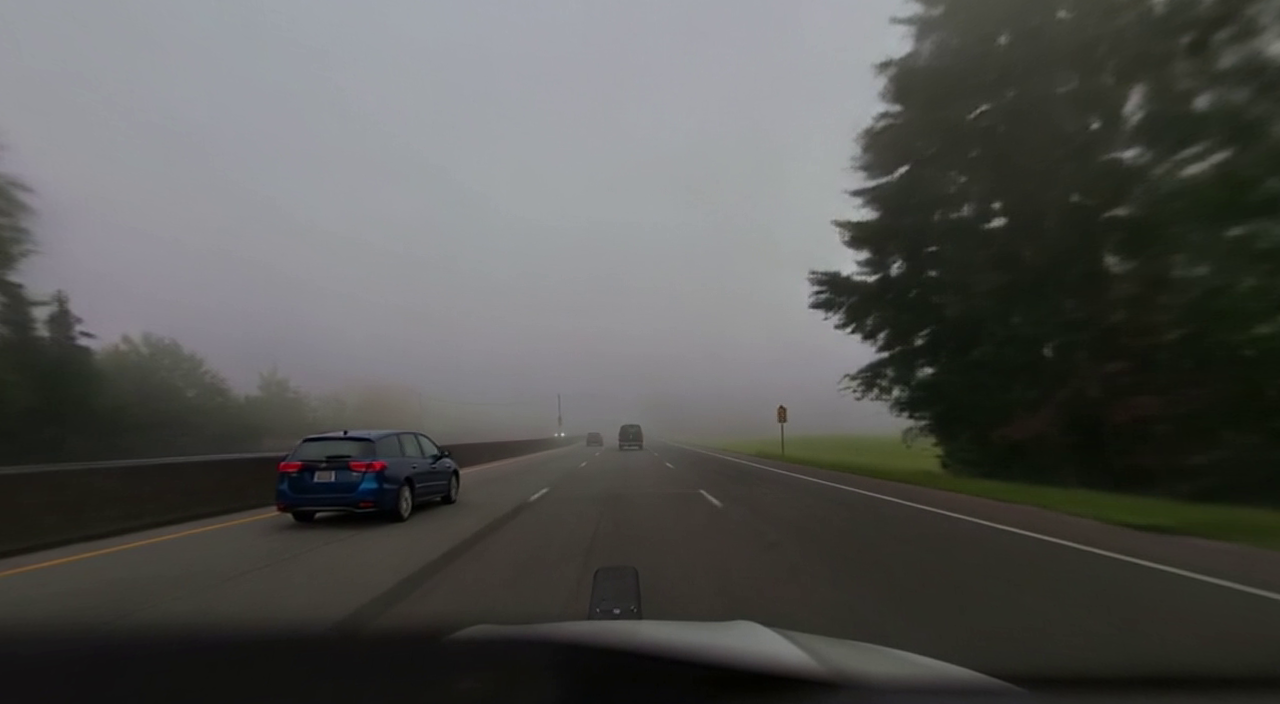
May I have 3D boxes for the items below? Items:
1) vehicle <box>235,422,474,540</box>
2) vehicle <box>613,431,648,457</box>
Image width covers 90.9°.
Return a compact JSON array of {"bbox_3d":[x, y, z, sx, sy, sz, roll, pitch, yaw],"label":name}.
[{"bbox_3d":[-4.186,1.925,10.120,1.931,1.483,4.105,0,-8,0],"label":"vehicle"},{"bbox_3d":[-0.599,6.078,41.621,2.162,1.616,4.242,0,-8,-1],"label":"vehicle"}]
